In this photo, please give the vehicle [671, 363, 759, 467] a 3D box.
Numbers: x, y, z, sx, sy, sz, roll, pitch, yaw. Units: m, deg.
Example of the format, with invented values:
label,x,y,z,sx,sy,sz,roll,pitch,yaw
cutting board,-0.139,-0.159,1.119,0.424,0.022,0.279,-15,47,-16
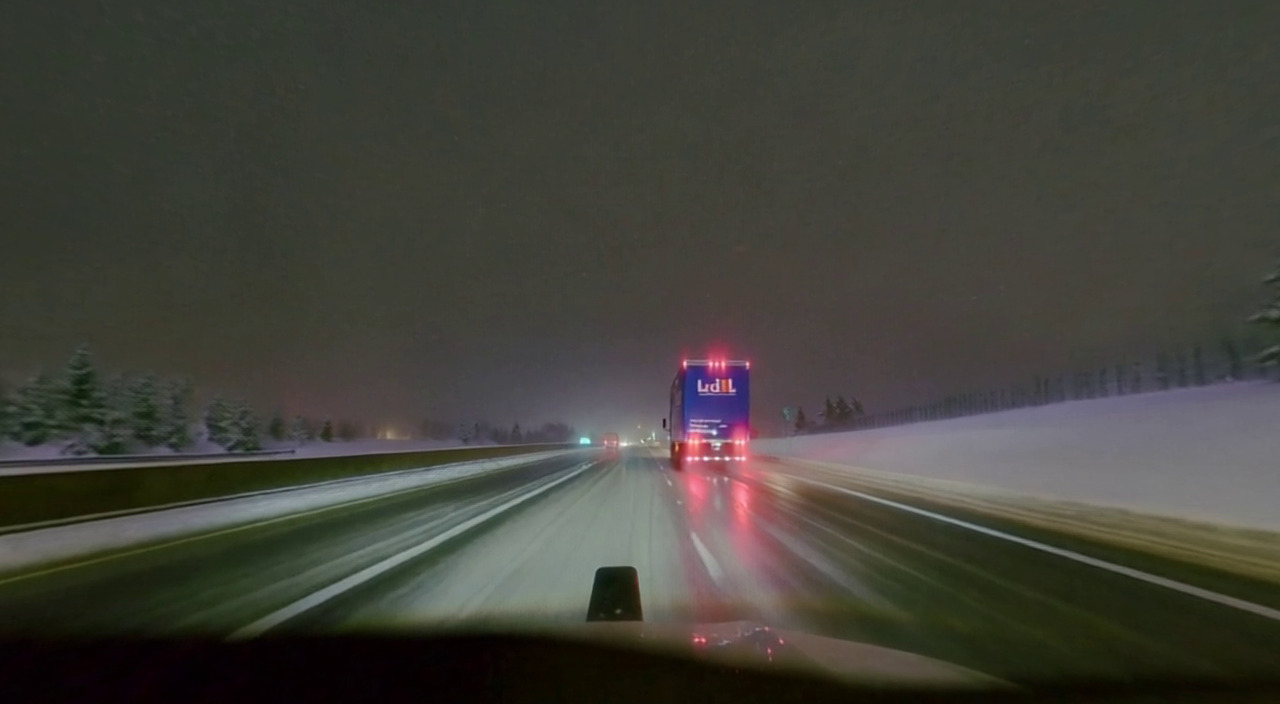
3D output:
label,x,y,z,sx,sy,sz,roll,pitch,yaw
vehicle,3.380,3.550,32.877,3.034,4.194,14.704,0,-8,1
